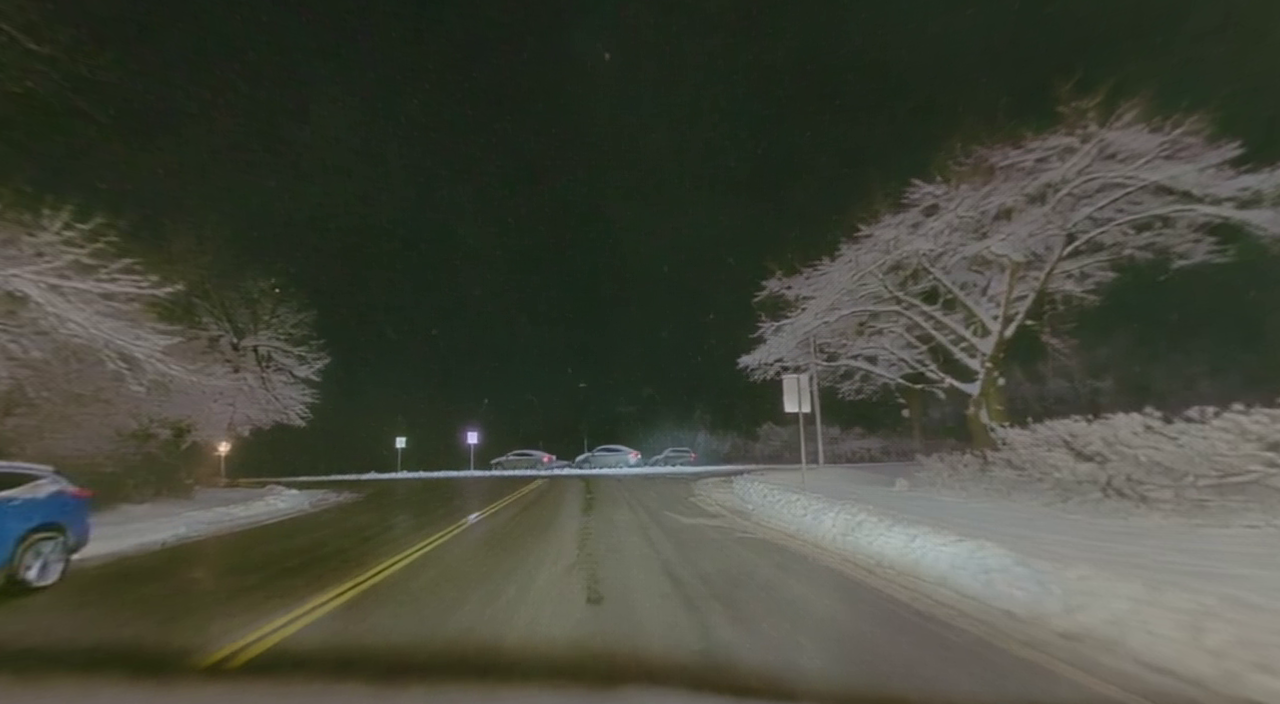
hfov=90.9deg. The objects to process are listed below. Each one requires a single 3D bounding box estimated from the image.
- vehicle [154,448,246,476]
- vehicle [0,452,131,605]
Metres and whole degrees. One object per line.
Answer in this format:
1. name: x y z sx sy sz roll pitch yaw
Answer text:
1. vehicle: -29.944 7.468 42.952 4.986 1.796 2.066 -2 -9 8
2. vehicle: -7.984 1.906 6.603 1.934 1.646 4.273 0 -8 -5
